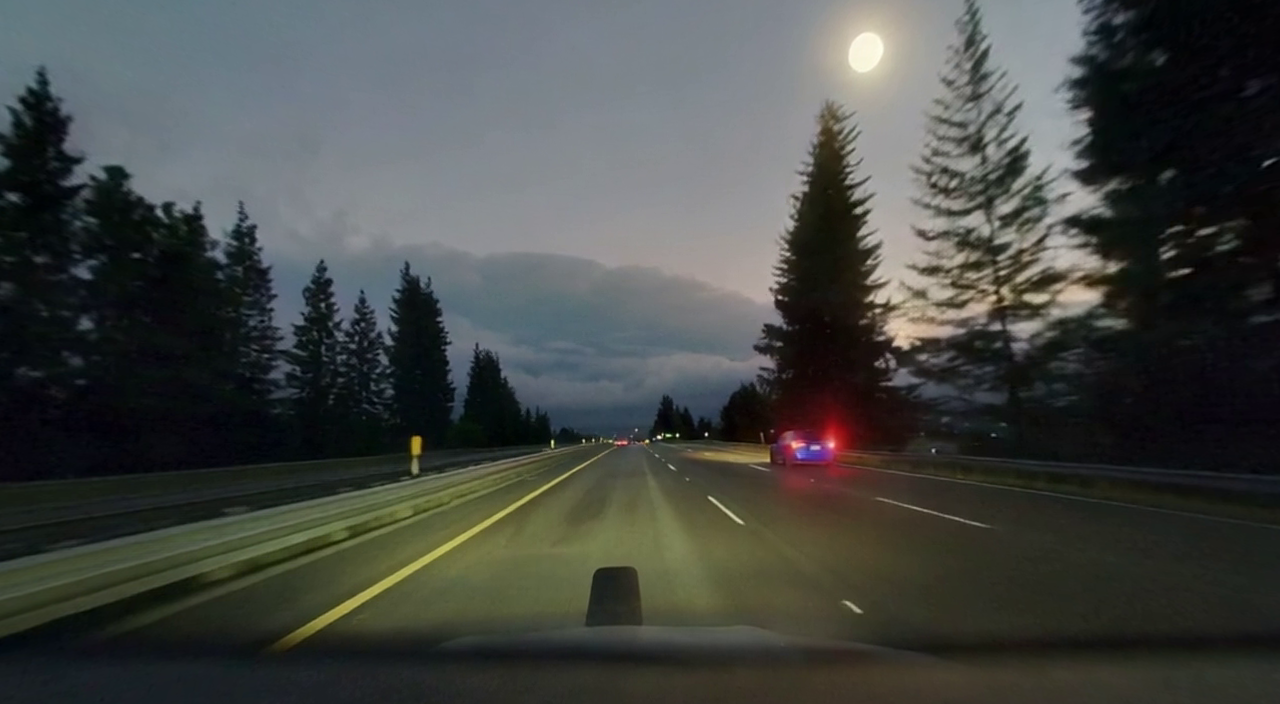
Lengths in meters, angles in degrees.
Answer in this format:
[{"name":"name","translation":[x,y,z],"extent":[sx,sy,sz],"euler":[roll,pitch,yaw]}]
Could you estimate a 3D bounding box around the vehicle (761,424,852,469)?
[{"name":"vehicle","translation":[6.836,3.953,26.516],"extent":[2.273,1.698,4.863],"euler":[0,-8,-3]}]
